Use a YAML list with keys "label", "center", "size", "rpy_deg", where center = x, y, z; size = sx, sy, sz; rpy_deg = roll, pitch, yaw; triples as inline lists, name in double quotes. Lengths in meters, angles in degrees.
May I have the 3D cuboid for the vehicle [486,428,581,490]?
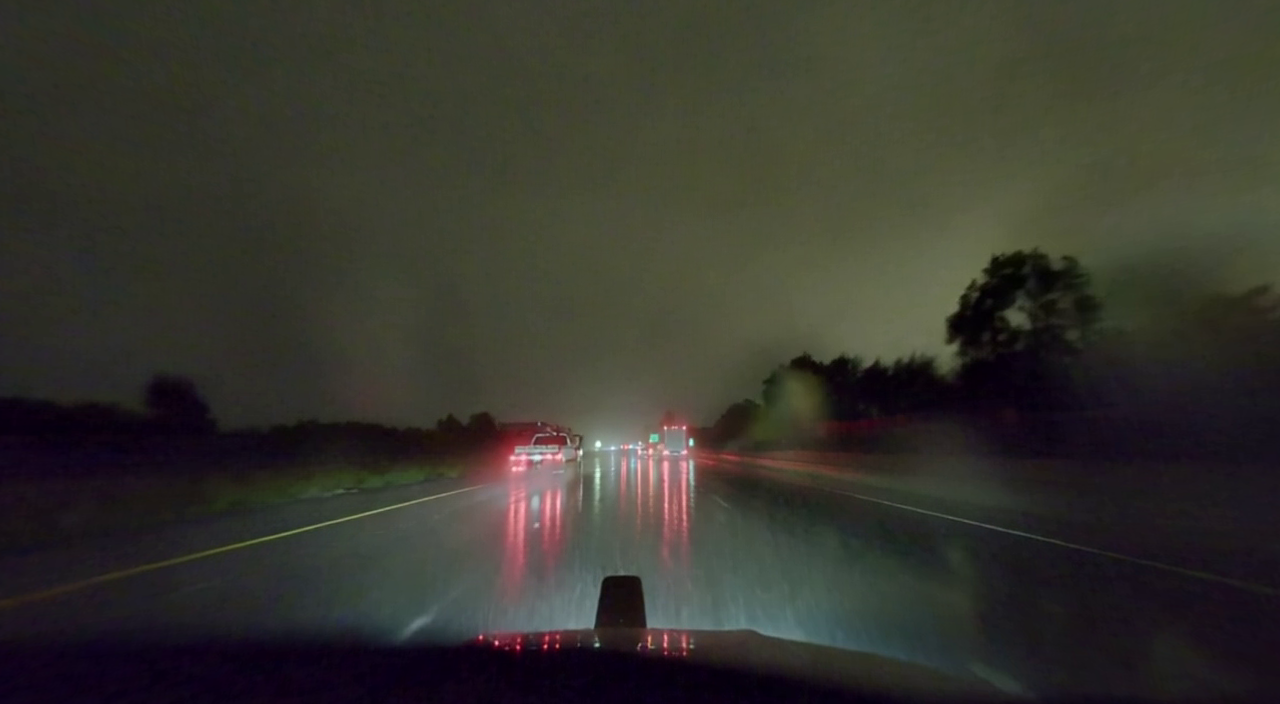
- label: "vehicle"
  center: [-3.598, 3.783, 22.617]
  size: [2.379, 1.918, 5.504]
  rpy_deg: [0, -9, 1]
